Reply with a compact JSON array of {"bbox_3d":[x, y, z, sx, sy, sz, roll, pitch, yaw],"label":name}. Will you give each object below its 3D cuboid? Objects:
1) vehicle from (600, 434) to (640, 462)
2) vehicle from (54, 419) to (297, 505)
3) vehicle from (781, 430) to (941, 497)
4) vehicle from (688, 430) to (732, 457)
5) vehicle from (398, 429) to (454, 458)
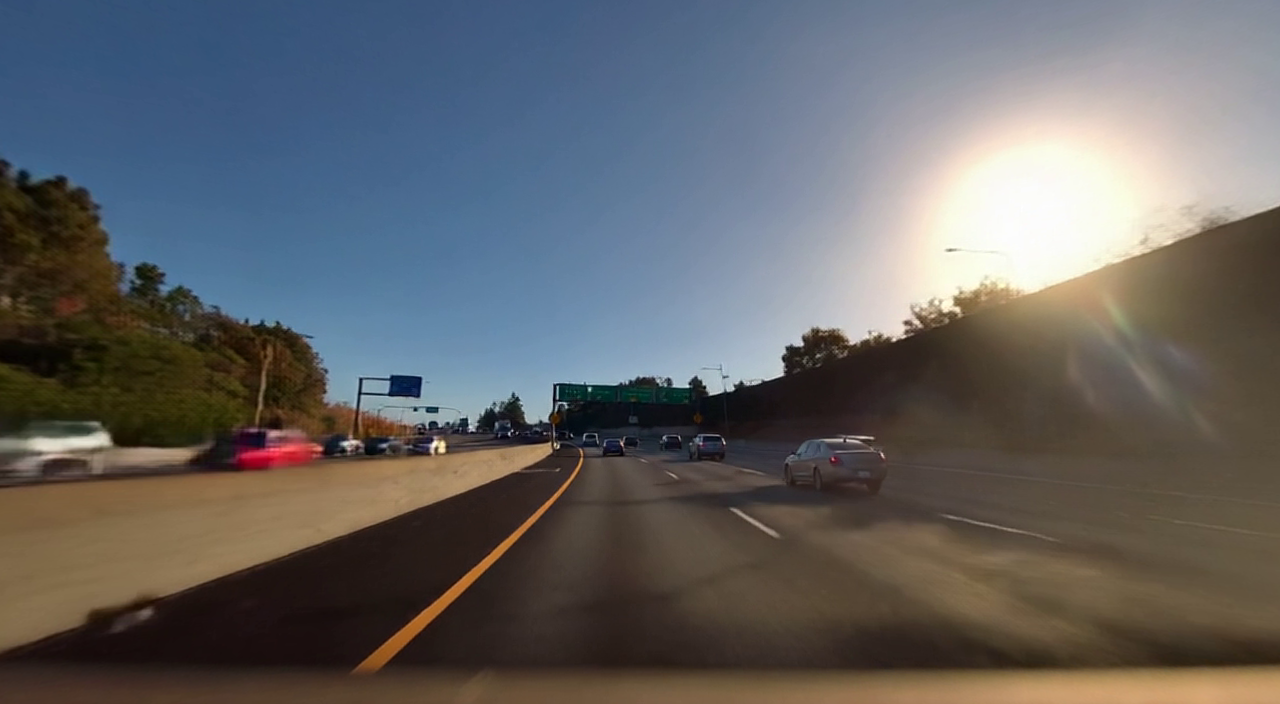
[{"bbox_3d":[-1.230,5.530,36.508,2.090,1.510,4.280,1,-8,-5],"label":"vehicle"},{"bbox_3d":[-9.413,2.267,13.398,1.900,1.491,4.406,0,-8,-2],"label":"vehicle"},{"bbox_3d":[5.597,2.889,16.816,2.196,1.494,4.735,1,-8,-5],"label":"vehicle"},{"bbox_3d":[4.531,6.036,41.643,2.094,1.652,3.955,1,-8,-5],"label":"vehicle"},{"bbox_3d":[-13.364,5.779,39.708,1.954,1.693,4.417,0,-8,0],"label":"vehicle"}]
